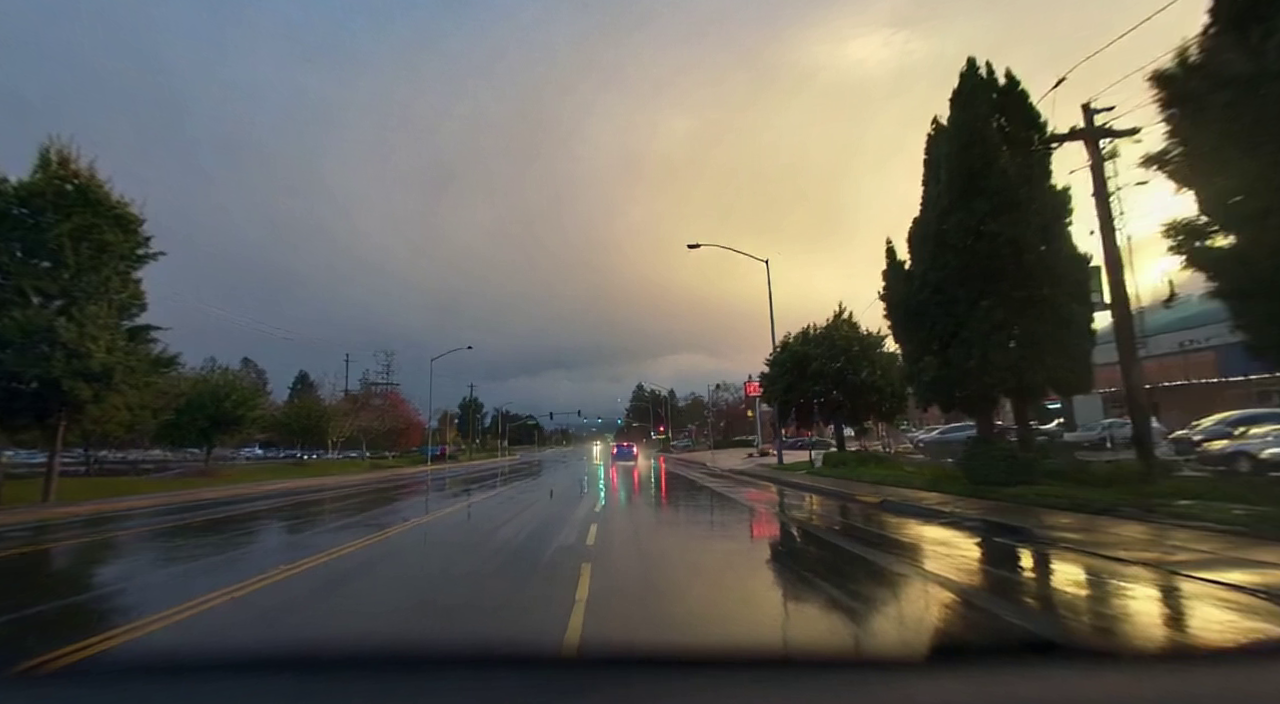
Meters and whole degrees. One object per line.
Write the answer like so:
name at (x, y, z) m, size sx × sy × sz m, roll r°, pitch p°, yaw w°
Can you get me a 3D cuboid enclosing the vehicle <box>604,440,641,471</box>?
vehicle at (-0.961, 5.916, 36.372) m, size 2.024 × 1.628 × 4.774 m, roll 0°, pitch -8°, yaw -1°
